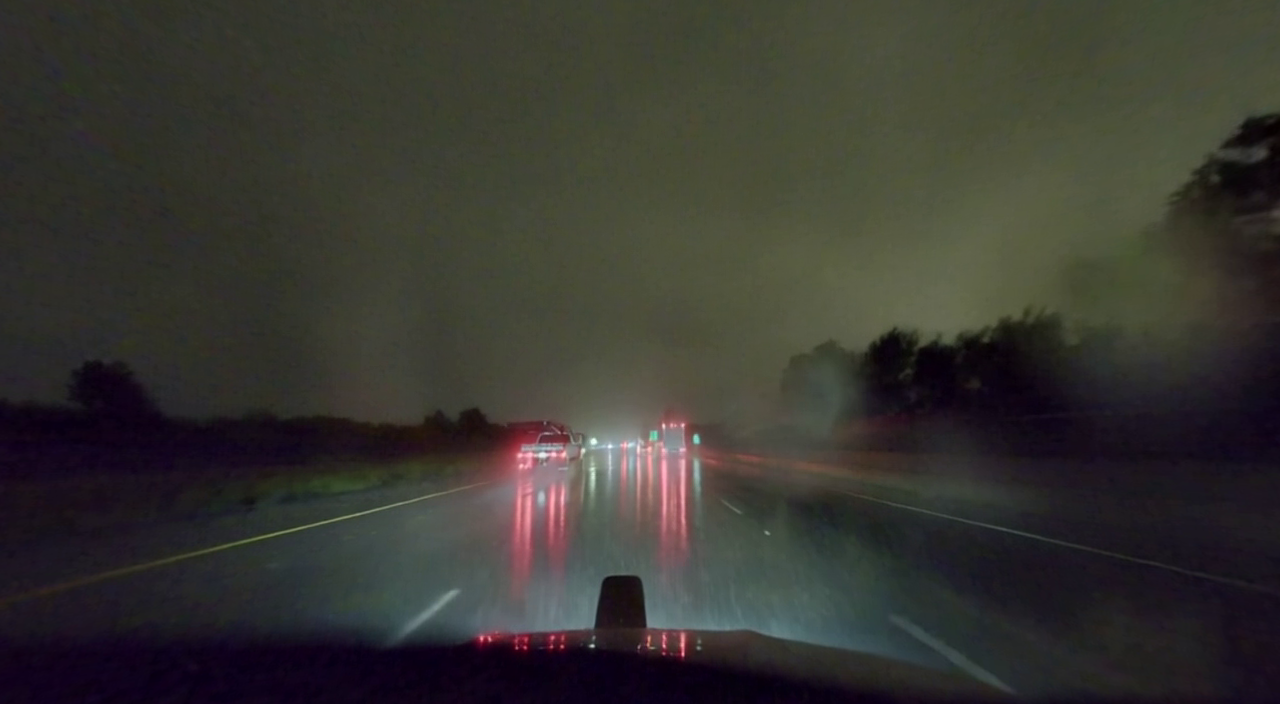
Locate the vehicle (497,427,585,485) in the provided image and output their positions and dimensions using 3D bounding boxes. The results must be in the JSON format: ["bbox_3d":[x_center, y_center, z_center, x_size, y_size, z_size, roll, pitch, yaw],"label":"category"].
[{"bbox_3d":[-3.554,3.900,23.936,2.379,1.918,5.504,0,-8,1],"label":"vehicle"}]
